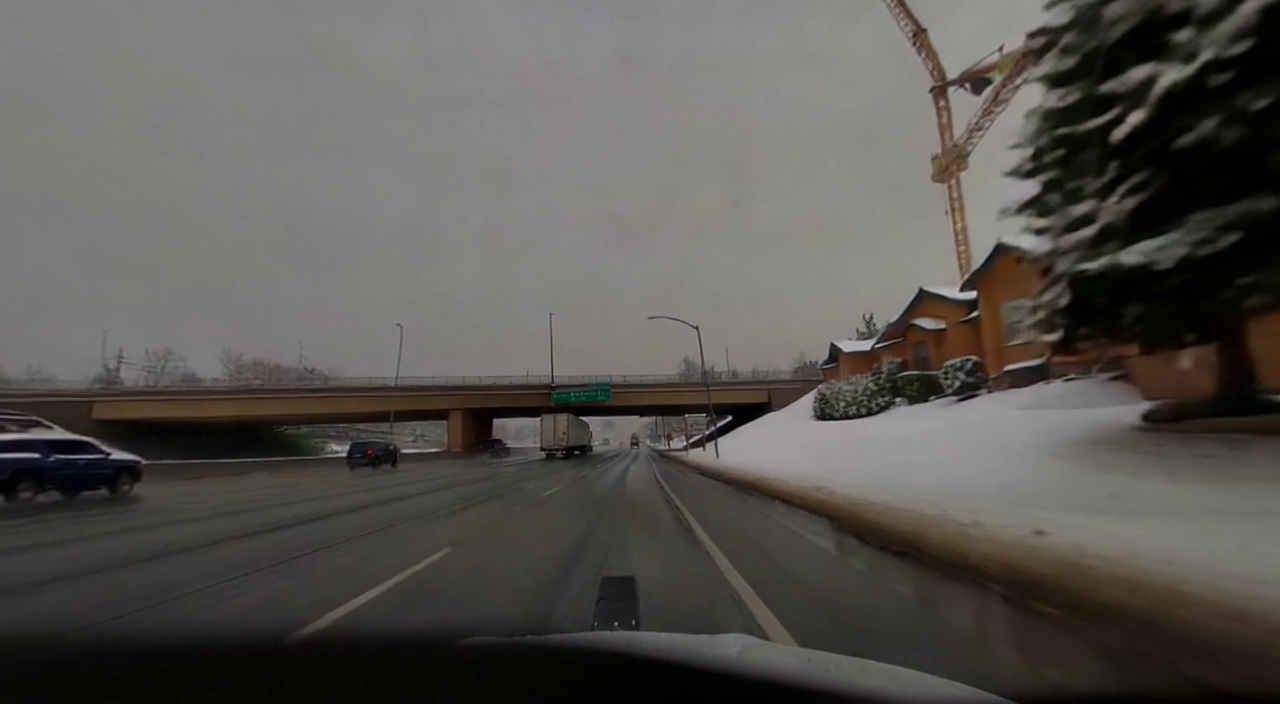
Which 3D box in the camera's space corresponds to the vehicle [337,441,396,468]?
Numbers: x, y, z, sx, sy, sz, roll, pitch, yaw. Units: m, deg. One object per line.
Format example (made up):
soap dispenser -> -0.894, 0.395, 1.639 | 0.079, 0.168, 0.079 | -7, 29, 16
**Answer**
vehicle -> -18.608, 6.981, 43.194 | 1.932, 1.752, 4.541 | 0, -9, 0
